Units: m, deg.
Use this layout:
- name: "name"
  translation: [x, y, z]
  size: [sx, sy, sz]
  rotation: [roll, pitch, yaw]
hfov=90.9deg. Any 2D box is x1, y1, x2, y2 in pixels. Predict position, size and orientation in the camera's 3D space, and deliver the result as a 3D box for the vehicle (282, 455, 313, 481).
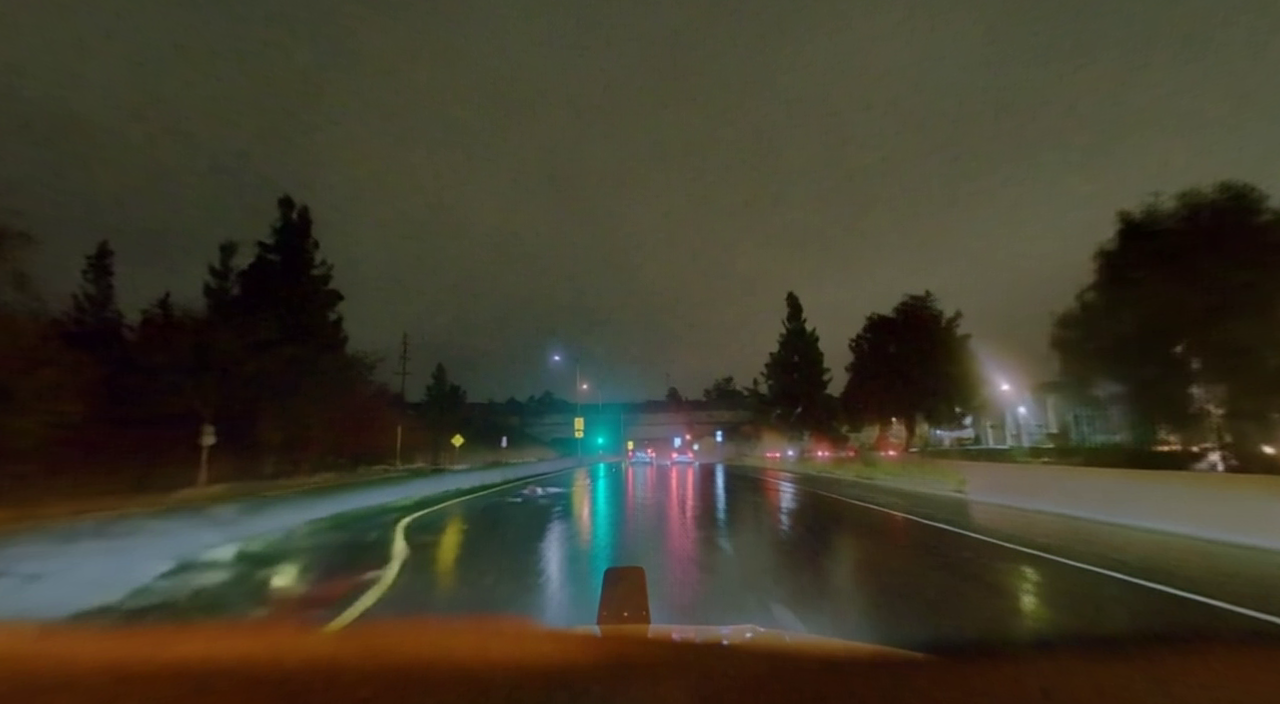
- name: "vehicle"
  translation: [-25.701, 8.681, 47.426]
  size: [1.847, 1.698, 4.345]
  rotation: [4, -9, -27]
